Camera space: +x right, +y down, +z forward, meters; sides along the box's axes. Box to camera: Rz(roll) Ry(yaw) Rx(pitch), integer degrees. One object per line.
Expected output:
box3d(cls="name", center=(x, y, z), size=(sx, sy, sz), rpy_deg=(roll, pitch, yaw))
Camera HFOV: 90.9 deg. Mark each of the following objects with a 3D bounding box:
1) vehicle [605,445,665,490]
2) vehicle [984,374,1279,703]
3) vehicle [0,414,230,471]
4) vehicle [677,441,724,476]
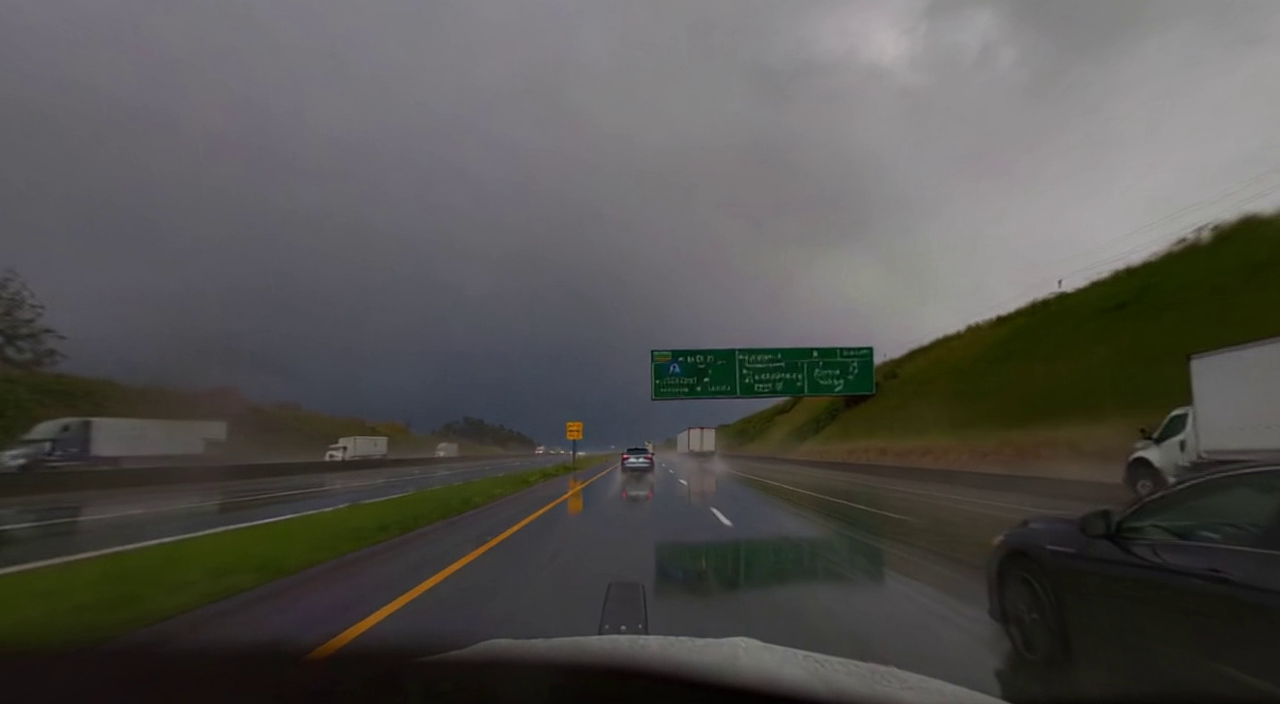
box3d(cls="vehicle", center=(-0.172, 4.052, 22.438), size=(1.970, 1.441, 3.846), rpy_deg=(0, -9, 0))
box3d(cls="vehicle", center=(3.072, 0.742, 1.379), size=(1.997, 1.534, 4.664), rpy_deg=(0, -9, 0))
box3d(cls="vehicle", center=(-36.390, 6.385, 45.499), size=(2.886, 3.282, 16.757), rpy_deg=(-1, -7, -2))
box3d(cls="vehicle", center=(3.118, 5.598, 33.366), size=(2.048, 1.704, 4.284), rpy_deg=(0, -9, 0))
